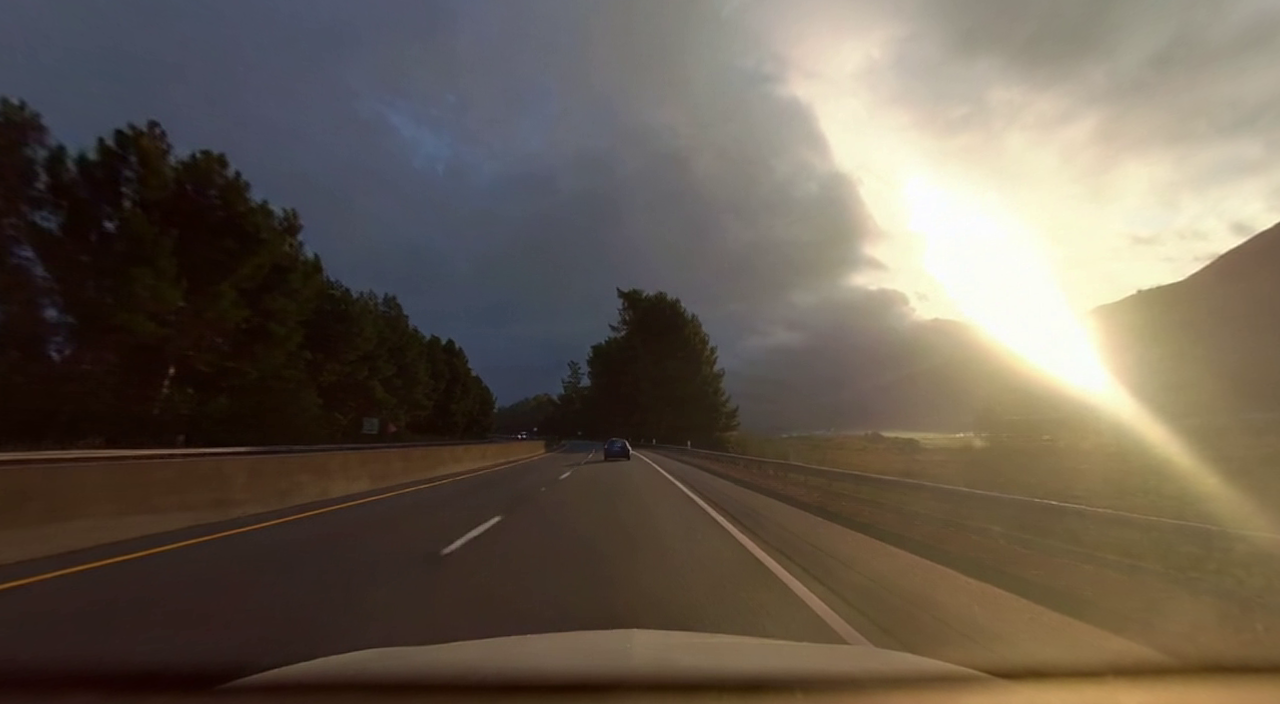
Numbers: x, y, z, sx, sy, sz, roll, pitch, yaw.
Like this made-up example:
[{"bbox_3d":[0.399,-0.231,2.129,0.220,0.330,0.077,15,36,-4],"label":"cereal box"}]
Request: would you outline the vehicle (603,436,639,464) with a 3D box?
[{"bbox_3d":[-1.111,5.678,36.706,2.004,1.515,3.968,0,-8,-1],"label":"vehicle"}]
